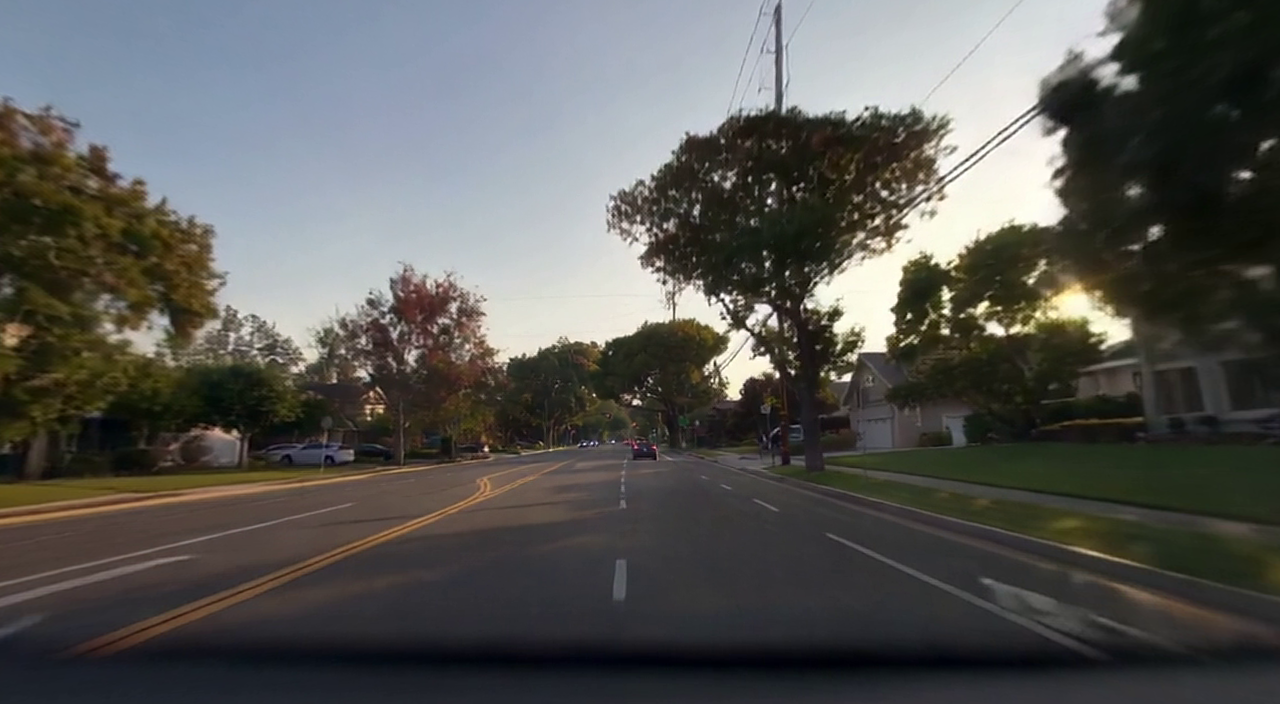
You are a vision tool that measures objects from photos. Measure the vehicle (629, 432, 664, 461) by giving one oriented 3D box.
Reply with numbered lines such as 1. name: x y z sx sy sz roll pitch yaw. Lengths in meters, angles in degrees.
1. vehicle: 0.391 6.383 42.696 2.215 1.799 4.426 0 -8 -2

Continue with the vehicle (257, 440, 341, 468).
1. vehicle: -21.376 6.416 39.734 4.206 1.721 1.807 0 -8 0

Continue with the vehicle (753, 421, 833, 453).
1. vehicle: 11.959 6.675 49.590 5.577 2.450 2.199 0 -8 -4
